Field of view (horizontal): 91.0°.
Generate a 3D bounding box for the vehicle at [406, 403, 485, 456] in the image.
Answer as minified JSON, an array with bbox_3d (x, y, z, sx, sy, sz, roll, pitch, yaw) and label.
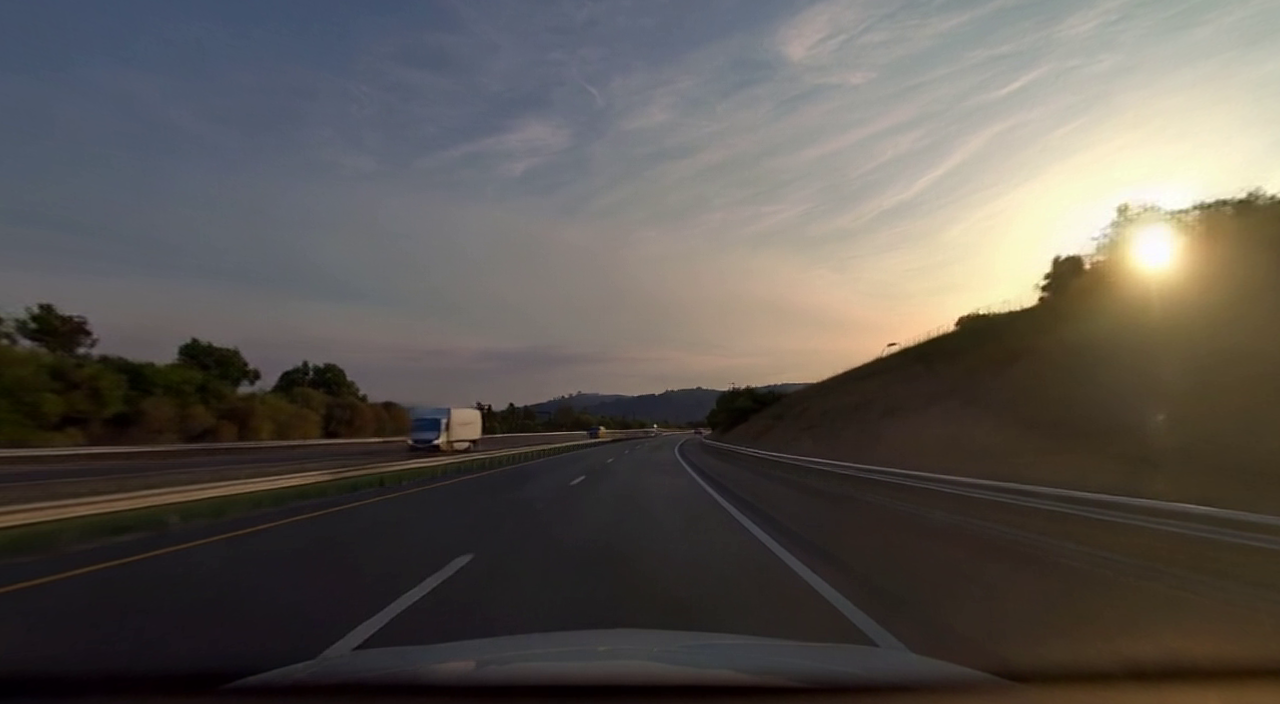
[{"bbox_3d":[-14.485,5.964,47.801,2.791,3.613,8.984,0,-8,3],"label":"vehicle"}]
